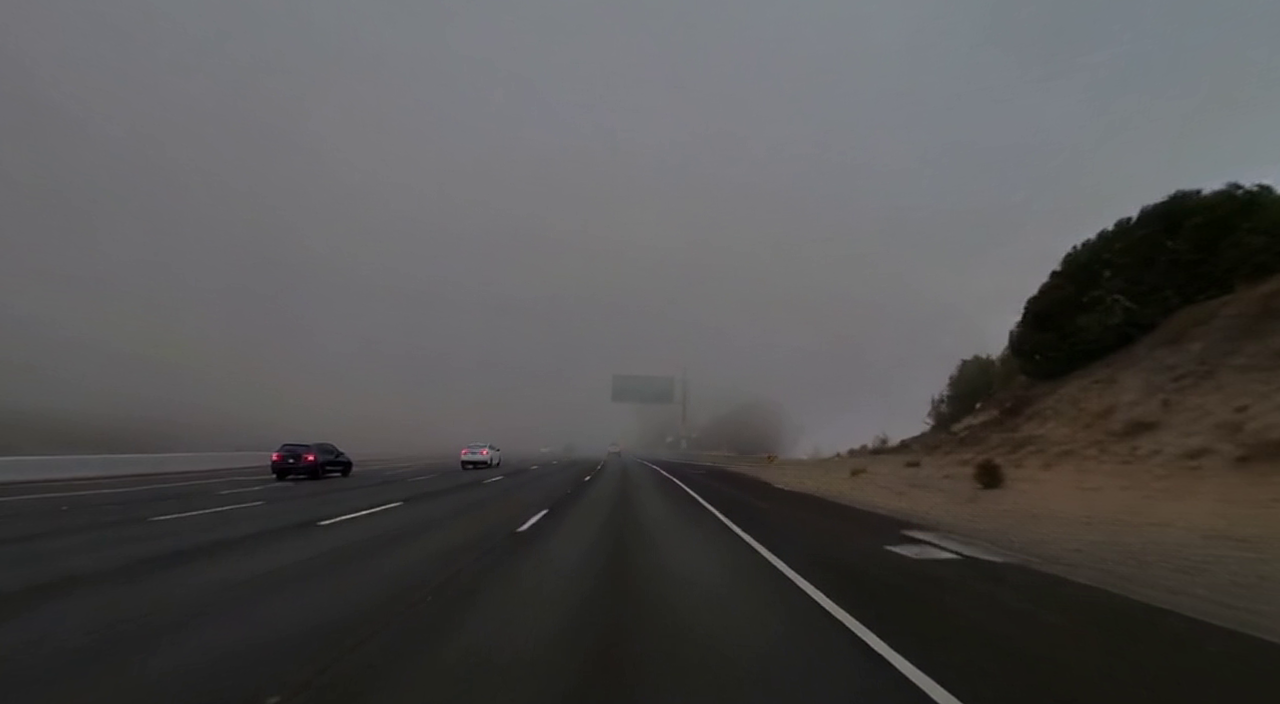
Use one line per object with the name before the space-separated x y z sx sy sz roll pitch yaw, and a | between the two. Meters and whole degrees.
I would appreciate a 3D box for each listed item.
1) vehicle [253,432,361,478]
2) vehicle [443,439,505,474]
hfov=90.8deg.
vehicle | -15.715 4.887 30.251 2.240 1.953 5.452 0 -9 -1
vehicle | -8.613 5.467 33.187 2.104 1.715 4.319 0 -9 -1
